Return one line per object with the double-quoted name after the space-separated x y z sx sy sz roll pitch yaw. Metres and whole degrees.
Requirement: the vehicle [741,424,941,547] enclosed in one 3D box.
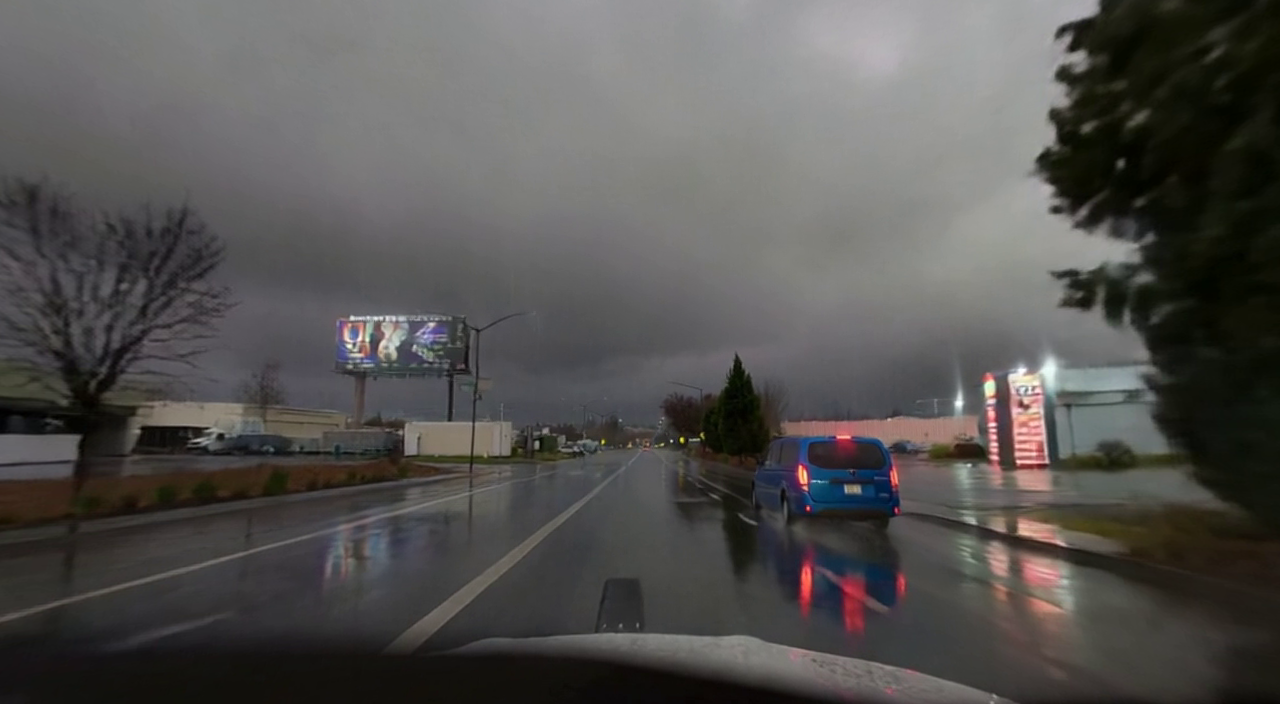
3.432 2.380 11.989 2.202 1.822 4.826 0 -9 0 "vehicle"
